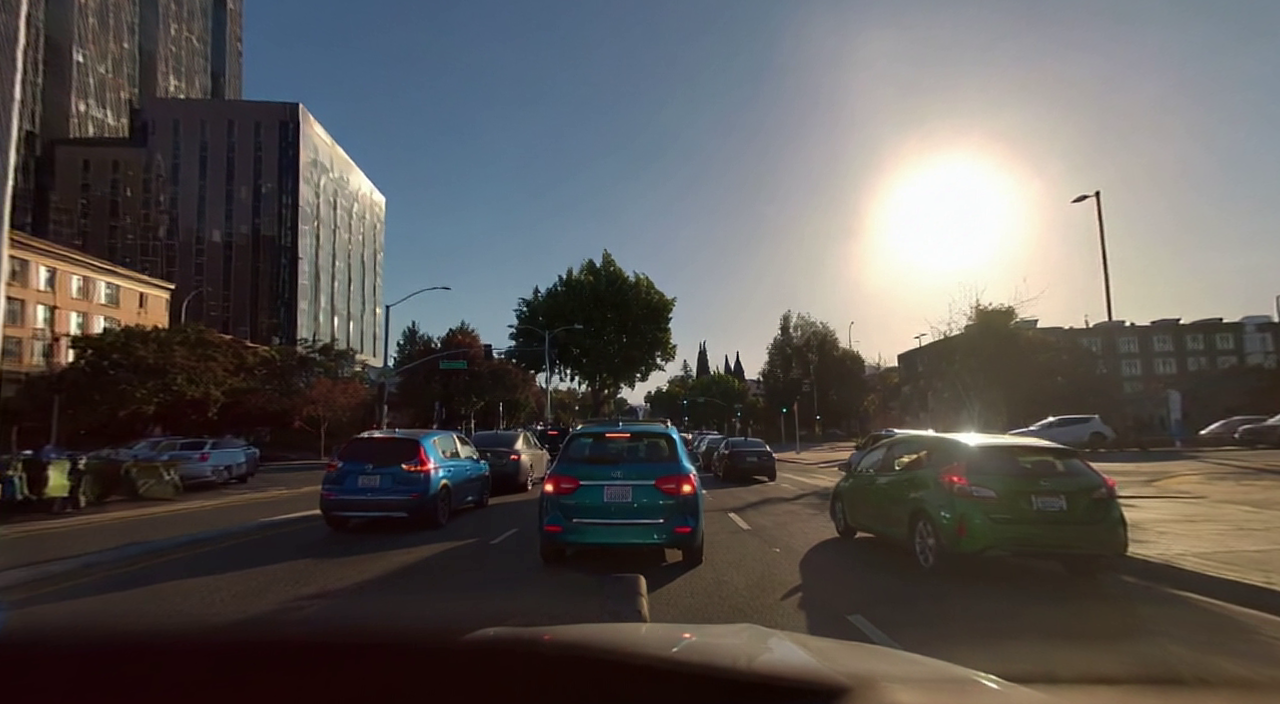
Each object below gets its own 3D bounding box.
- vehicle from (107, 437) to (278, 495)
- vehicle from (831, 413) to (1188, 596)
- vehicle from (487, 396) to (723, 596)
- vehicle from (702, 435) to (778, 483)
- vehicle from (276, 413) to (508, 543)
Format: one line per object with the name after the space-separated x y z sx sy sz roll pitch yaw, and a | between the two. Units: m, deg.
-15.241 3.888 21.902 1.972 1.759 5.347 0 -8 1 | vehicle
3.771 1.601 7.399 1.847 1.554 3.885 0 -8 1 | vehicle
-0.243 1.533 7.498 2.022 1.700 4.084 0 -8 2 | vehicle
3.324 3.635 21.614 1.948 1.475 4.093 0 -8 0 | vehicle
-3.742 1.986 10.520 2.012 1.701 4.316 0 -8 2 | vehicle
